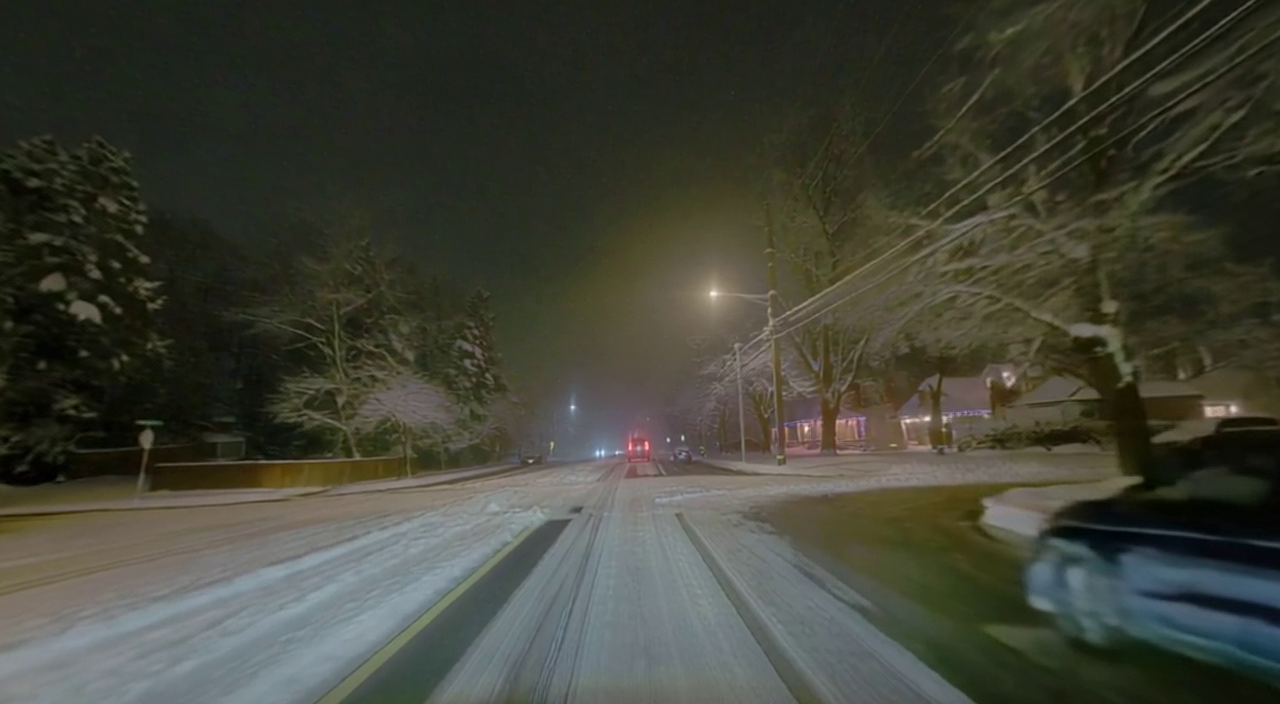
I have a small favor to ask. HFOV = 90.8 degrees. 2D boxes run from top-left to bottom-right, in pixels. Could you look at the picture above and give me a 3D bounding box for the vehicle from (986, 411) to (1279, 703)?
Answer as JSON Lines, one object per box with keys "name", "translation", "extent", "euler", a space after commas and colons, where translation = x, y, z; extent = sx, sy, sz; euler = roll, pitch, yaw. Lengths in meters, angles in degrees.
{"name": "vehicle", "translation": [3.993, 1.105, 2.870], "extent": [2.124, 1.524, 4.698], "euler": [4, -8, -2]}
